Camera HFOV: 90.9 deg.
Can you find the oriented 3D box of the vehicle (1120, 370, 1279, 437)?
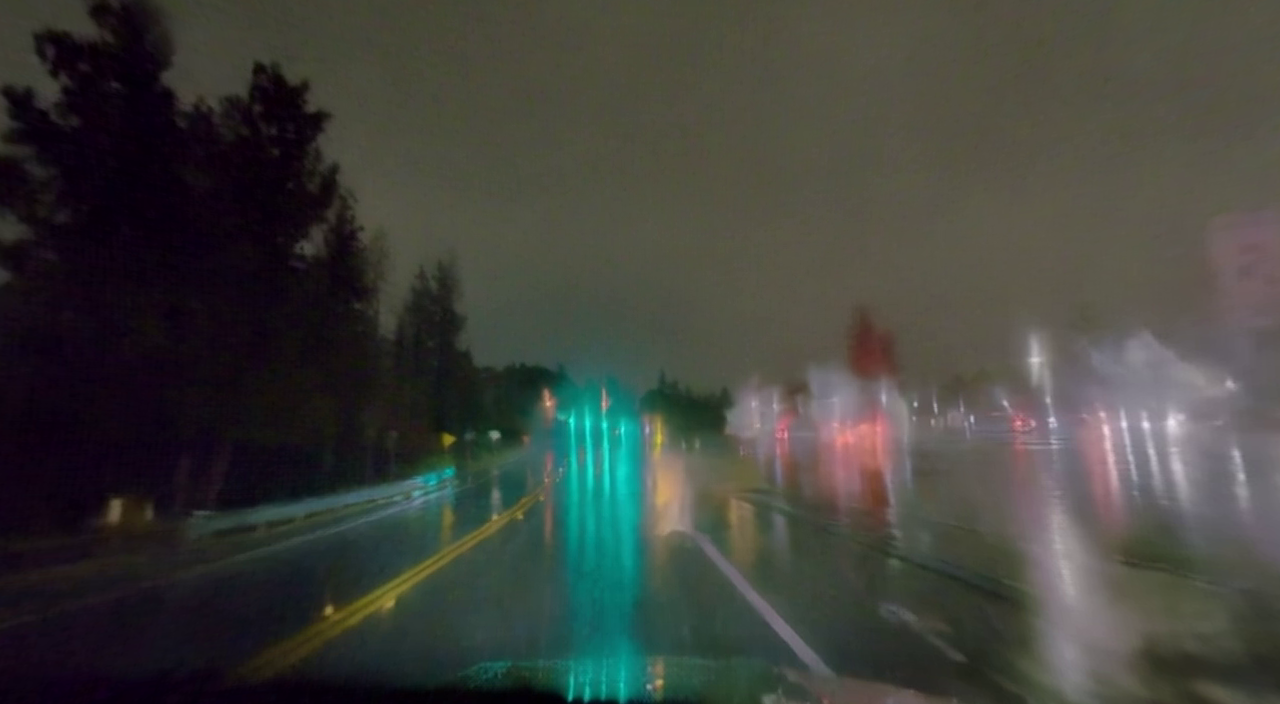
[{"bbox_3d":[30.327,2.643,32.194,8.774,3.004,2.914,-3,-8,5],"label":"vehicle"}]
